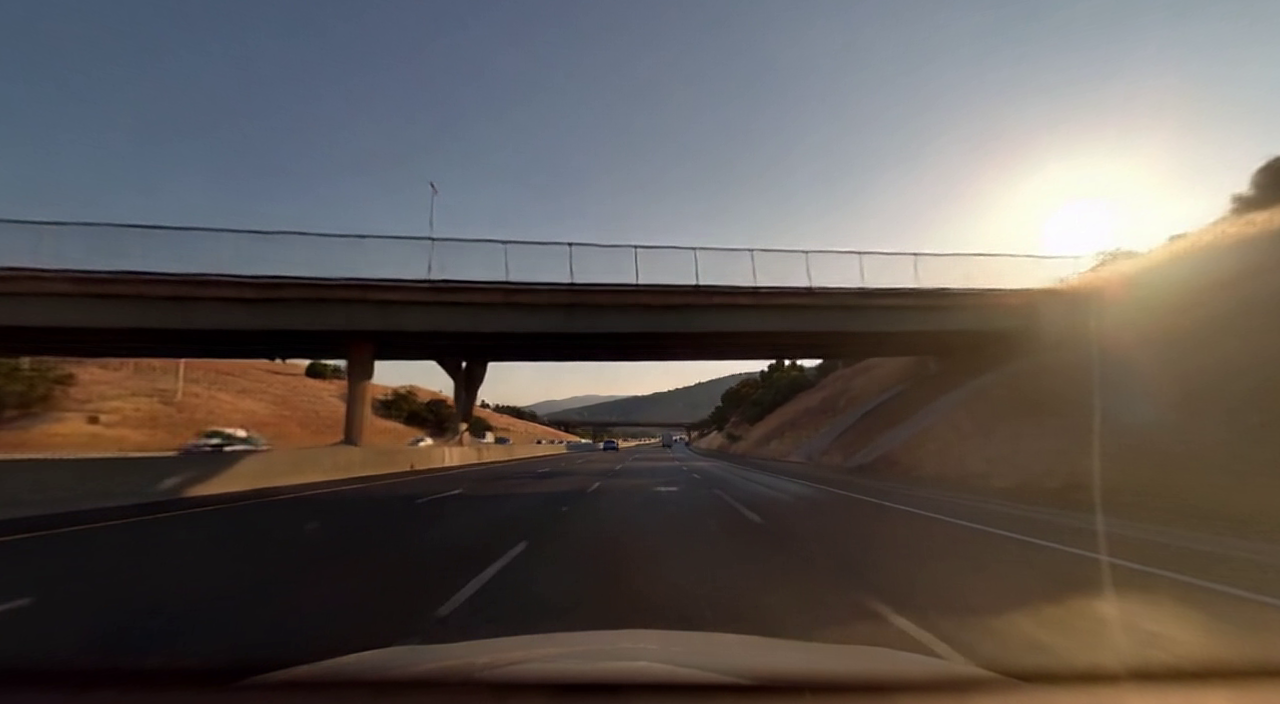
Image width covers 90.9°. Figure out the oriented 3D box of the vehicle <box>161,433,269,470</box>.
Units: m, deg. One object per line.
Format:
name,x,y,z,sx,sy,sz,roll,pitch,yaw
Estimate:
vehicle,-24.140,5.699,36.187,2.214,1.904,5.607,-1,-9,1
